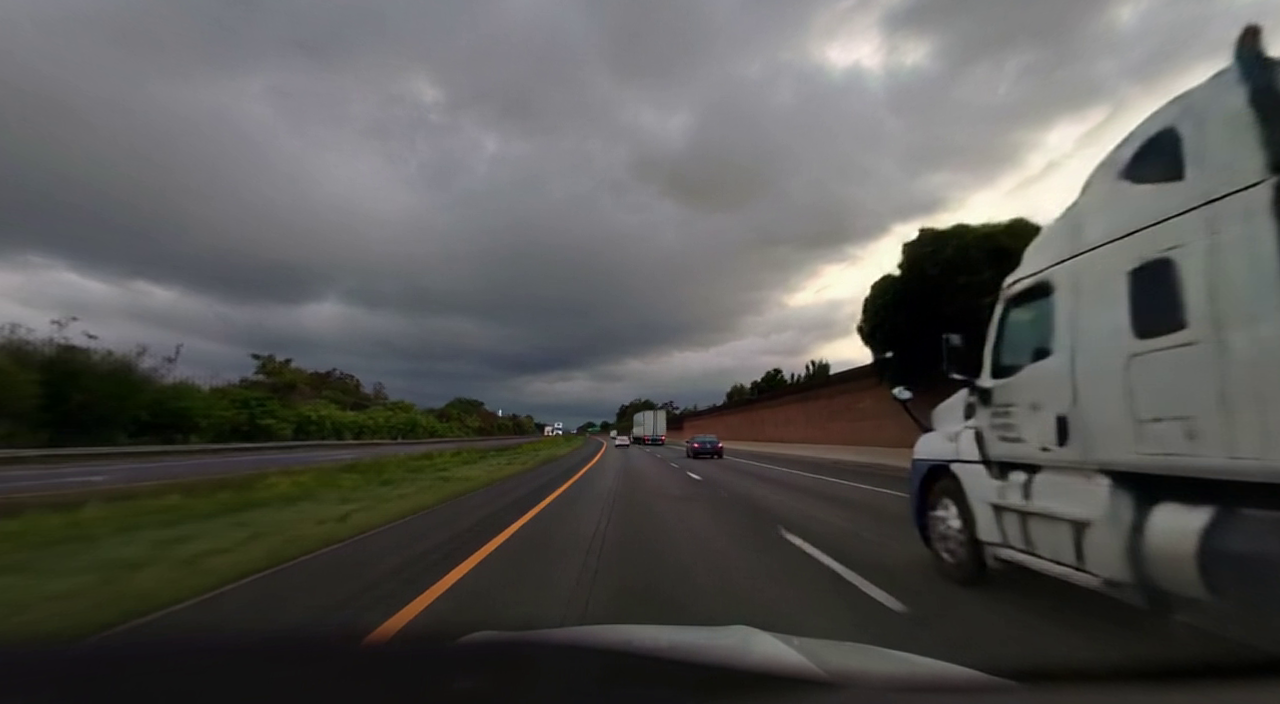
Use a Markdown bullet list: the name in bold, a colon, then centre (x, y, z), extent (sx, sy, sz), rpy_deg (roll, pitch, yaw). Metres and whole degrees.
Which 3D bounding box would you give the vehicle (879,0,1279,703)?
- **vehicle**: centre (4.303, -0.239, 3.781), extent (3.048, 4.142, 6.359), rpy_deg (0, -7, -1)

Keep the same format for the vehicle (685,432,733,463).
- **vehicle**: centre (3.457, 4.854, 32.326), extent (1.813, 1.454, 4.197), rpy_deg (0, -7, -3)
